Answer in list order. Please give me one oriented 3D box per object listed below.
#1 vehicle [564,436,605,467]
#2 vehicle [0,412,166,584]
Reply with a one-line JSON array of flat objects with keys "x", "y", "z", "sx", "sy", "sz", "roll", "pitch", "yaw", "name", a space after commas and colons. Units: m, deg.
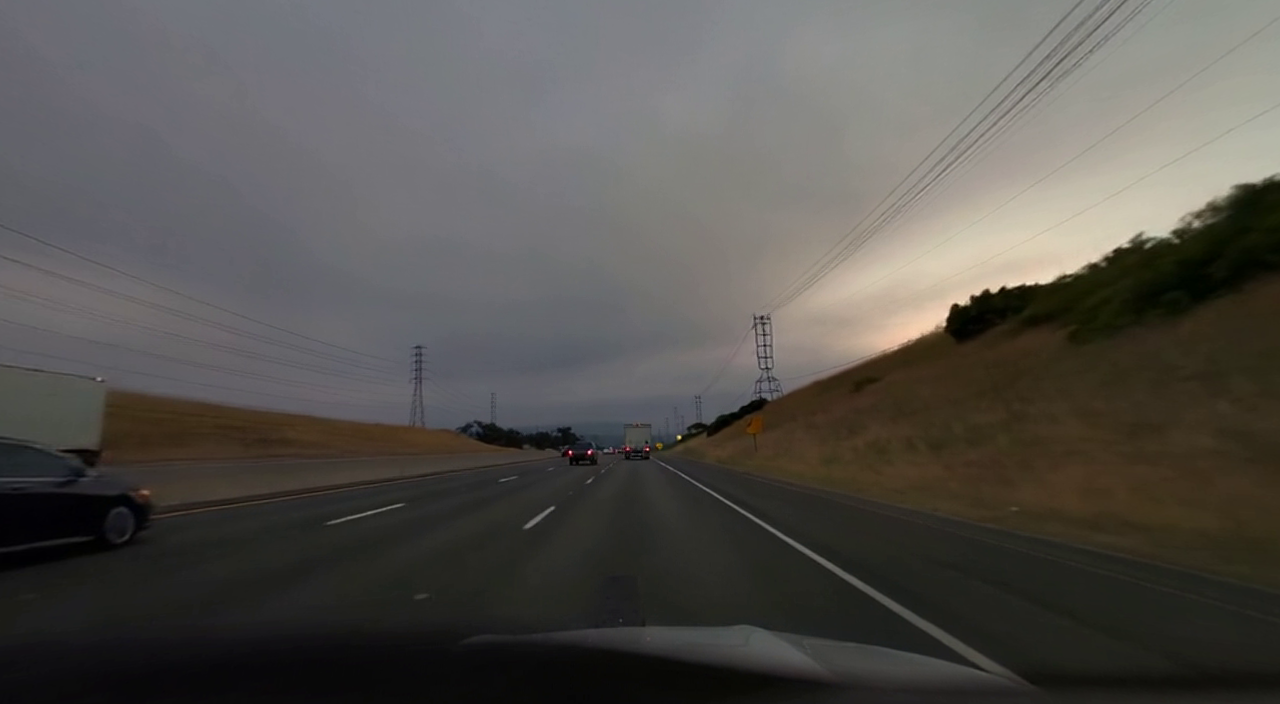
[{"x": -3.646, "y": 6.664, "z": 42.221, "sx": 2.207, "sy": 1.949, "sz": 4.911, "roll": 0, "pitch": -9, "yaw": 1, "name": "vehicle"}, {"x": -6.908, "y": 1.288, "z": 5.421, "sx": 2.066, "sy": 1.558, "sz": 4.607, "roll": 0, "pitch": -9, "yaw": 0, "name": "vehicle"}]
